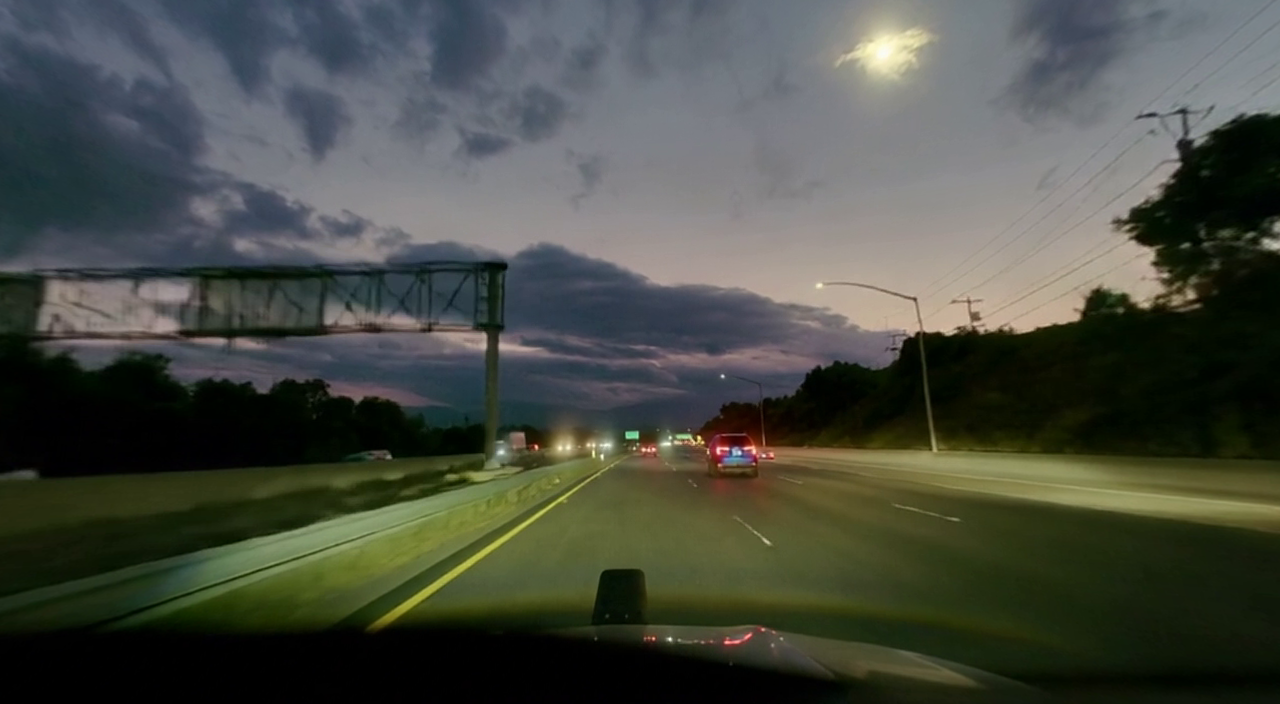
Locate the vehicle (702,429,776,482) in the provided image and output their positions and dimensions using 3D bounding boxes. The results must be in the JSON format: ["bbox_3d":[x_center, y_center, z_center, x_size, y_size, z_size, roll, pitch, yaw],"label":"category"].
[{"bbox_3d":[3.731,3.985,24.562,2.120,1.832,4.287,0,-8,-1],"label":"vehicle"}]
